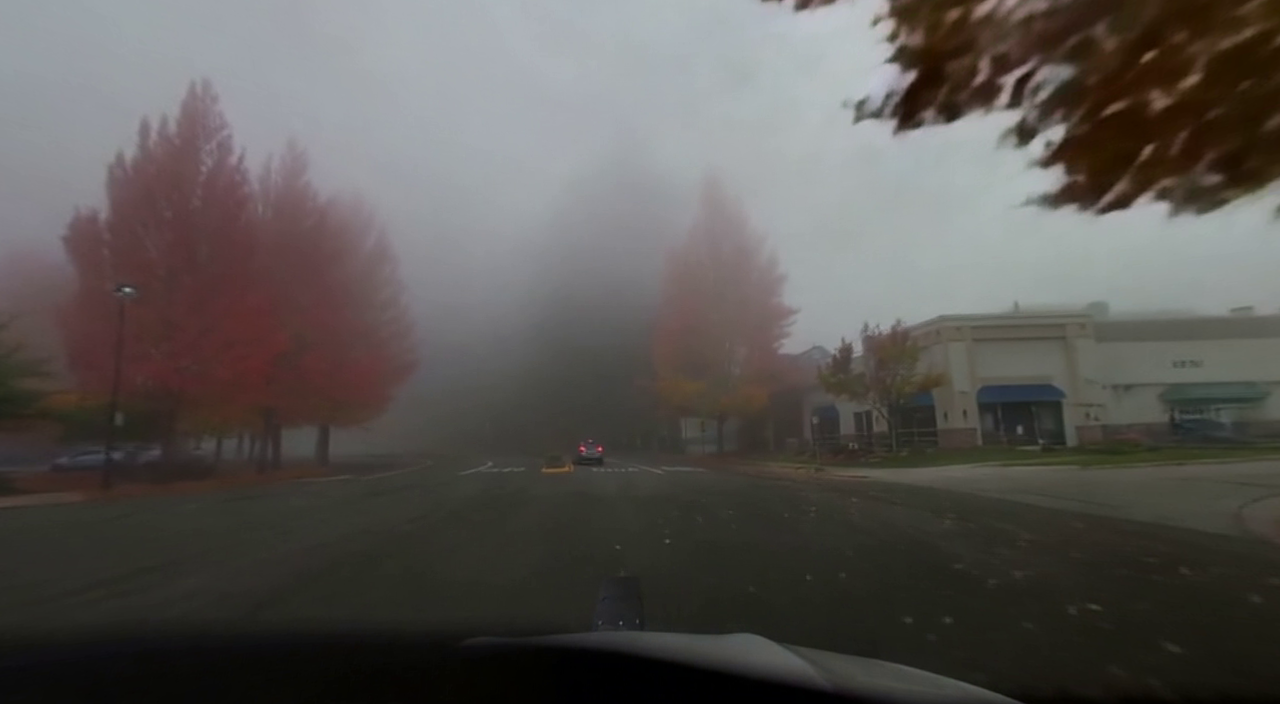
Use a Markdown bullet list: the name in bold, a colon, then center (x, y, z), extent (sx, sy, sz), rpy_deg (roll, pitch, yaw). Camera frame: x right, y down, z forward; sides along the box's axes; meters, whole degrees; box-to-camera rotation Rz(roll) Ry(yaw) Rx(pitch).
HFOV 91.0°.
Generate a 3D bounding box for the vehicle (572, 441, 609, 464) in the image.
- **vehicle**: center (-3.490, 6.925, 43.747), extent (2.018, 1.512, 4.304), rpy_deg (2, -8, -12)

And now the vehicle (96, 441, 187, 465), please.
- **vehicle**: center (-36.762, 7.462, 46.559), extent (4.807, 1.665, 2.045), rpy_deg (1, -8, -10)

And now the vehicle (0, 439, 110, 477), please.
- **vehicle**: center (-35.741, 6.424, 38.021), extent (5.135, 1.689, 2.269), rpy_deg (-3, -11, -15)
